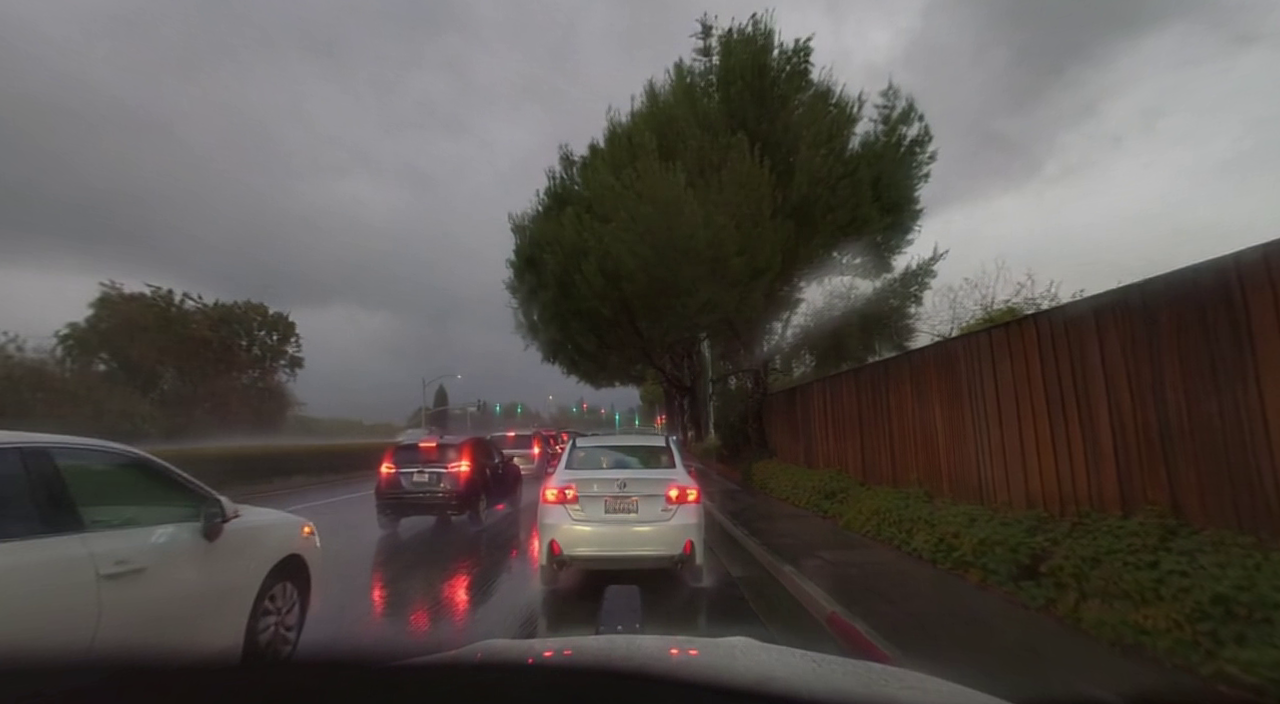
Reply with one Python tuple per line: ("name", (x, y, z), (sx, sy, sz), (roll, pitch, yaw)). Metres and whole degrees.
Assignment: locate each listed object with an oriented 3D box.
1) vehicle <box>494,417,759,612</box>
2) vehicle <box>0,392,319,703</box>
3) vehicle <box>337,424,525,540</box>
("vehicle", (-0.137, 1.522, 6.768), (1.995, 1.460, 3.865), (0, -8, -1))
("vehicle", (-3.167, 0.864, 1.859), (1.980, 1.520, 4.636), (0, -8, 0))
("vehicle", (-3.230, 2.064, 10.578), (1.850, 1.582, 3.688), (0, -8, 0))
